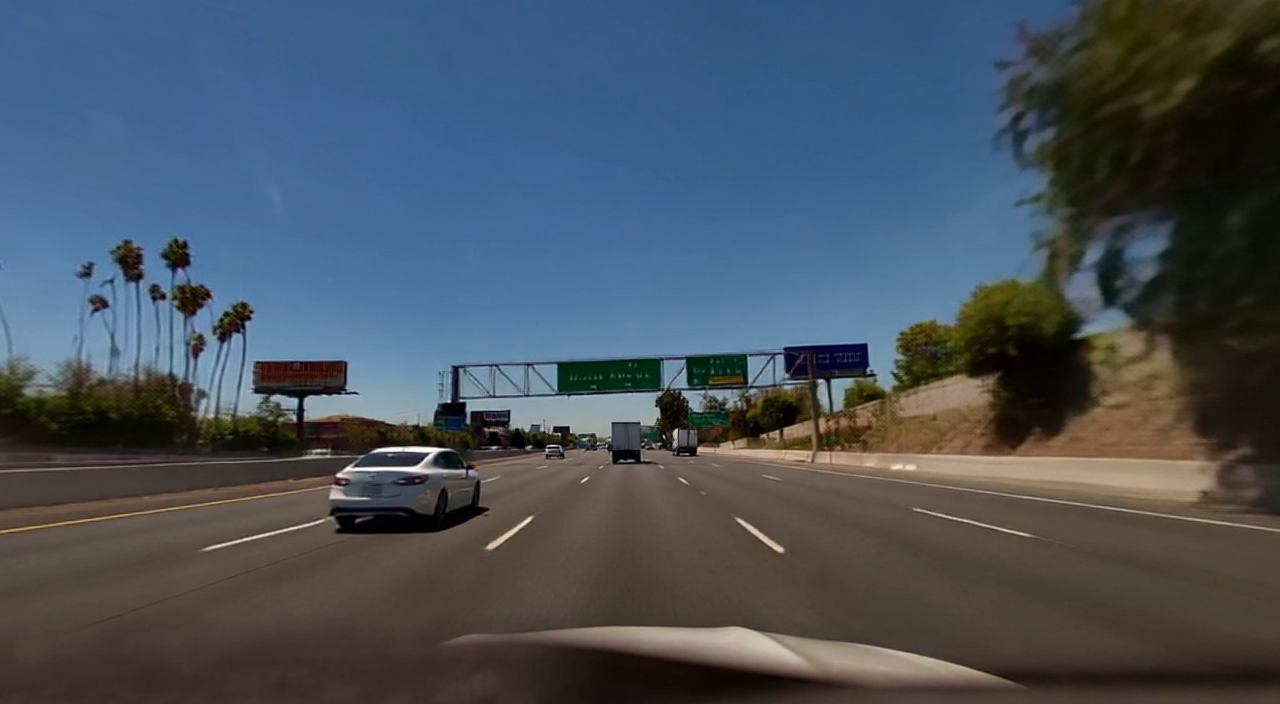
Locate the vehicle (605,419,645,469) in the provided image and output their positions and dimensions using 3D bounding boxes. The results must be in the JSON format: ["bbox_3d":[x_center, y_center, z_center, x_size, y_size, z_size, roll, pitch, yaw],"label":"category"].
[{"bbox_3d":[-1.006,5.880,40.455,2.364,2.953,6.495,0,-8,-2],"label":"vehicle"}]

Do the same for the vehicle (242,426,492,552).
[{"bbox_3d":[-4.067,2.112,10.571,2.021,1.598,4.887,0,-8,0],"label":"vehicle"}]
